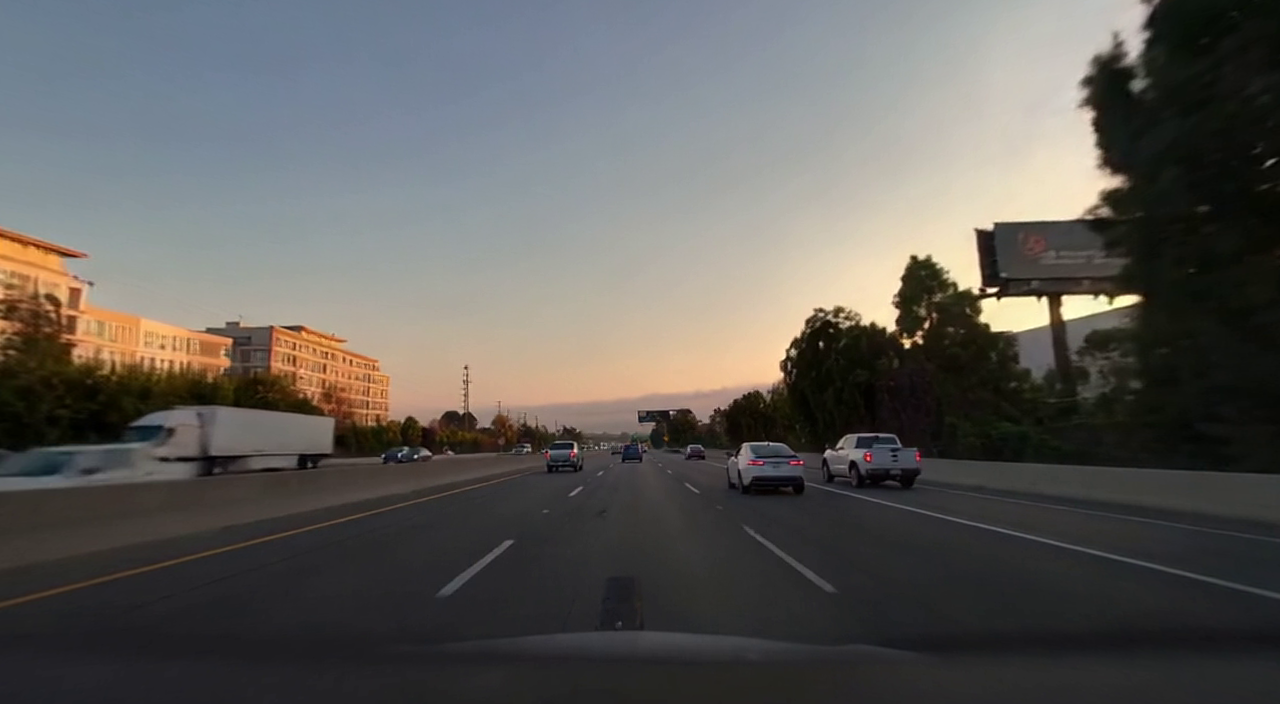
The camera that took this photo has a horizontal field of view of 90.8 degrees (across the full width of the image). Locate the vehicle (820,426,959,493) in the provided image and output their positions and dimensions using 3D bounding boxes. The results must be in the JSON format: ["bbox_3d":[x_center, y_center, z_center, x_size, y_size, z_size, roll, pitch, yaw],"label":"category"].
[{"bbox_3d":[7.420,3.258,19.487,2.176,1.793,4.841,0,-9,-2],"label":"vehicle"}]

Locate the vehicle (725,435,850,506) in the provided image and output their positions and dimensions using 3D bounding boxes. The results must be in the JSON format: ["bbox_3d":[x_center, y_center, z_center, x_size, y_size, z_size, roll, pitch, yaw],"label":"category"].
[{"bbox_3d":[3.493,2.911,15.962,1.987,1.509,4.512,0,-9,-1],"label":"vehicle"}]

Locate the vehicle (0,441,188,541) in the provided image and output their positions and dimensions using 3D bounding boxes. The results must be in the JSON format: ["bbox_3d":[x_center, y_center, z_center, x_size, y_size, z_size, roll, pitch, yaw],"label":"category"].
[{"bbox_3d":[-10.871,2.404,11.420,1.960,1.528,4.643,0,-9,-1],"label":"vehicle"}]

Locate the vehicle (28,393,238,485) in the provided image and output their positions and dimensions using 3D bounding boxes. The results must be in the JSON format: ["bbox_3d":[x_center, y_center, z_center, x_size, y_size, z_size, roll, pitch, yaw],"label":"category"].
[{"bbox_3d":[-25.955,4.621,33.348,3.387,4.158,9.190,0,-9,-1],"label":"vehicle"}]

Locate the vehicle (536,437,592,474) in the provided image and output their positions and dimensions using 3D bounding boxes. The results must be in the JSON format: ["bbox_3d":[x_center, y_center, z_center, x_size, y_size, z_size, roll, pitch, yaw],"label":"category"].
[{"bbox_3d":[-3.791,5.293,32.520,2.256,1.756,4.745,0,-9,0],"label":"vehicle"}]

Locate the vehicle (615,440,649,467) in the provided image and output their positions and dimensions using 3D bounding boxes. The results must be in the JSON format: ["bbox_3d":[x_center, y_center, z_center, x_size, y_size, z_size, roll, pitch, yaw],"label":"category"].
[{"bbox_3d":[-0.525,6.771,42.269,2.191,1.685,4.015,0,-9,0],"label":"vehicle"}]
